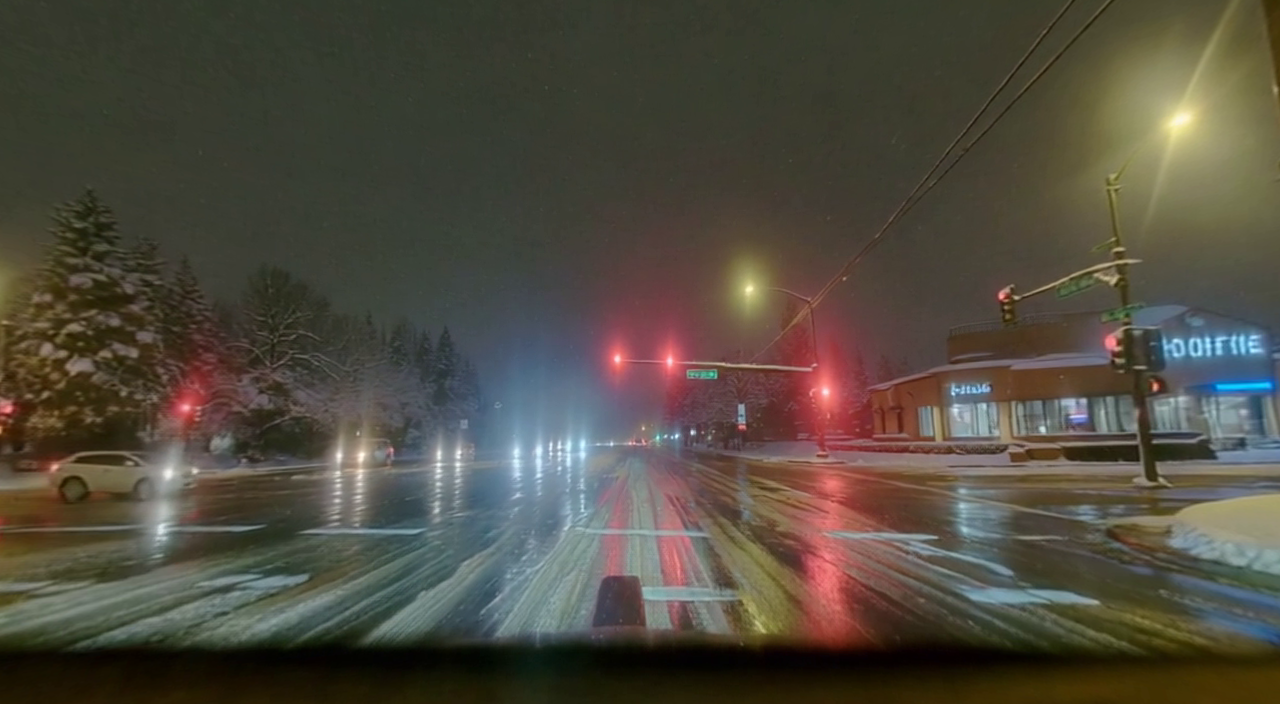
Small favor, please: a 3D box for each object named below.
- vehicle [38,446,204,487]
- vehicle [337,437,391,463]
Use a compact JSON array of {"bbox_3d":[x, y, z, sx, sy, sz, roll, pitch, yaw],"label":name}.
[{"bbox_3d":[-19.953,4.395,24.496,4.500,1.465,1.936,1,-9,-8],"label":"vehicle"},{"bbox_3d":[-21.592,7.712,49.695,2.093,1.891,4.774,0,-8,0],"label":"vehicle"}]
